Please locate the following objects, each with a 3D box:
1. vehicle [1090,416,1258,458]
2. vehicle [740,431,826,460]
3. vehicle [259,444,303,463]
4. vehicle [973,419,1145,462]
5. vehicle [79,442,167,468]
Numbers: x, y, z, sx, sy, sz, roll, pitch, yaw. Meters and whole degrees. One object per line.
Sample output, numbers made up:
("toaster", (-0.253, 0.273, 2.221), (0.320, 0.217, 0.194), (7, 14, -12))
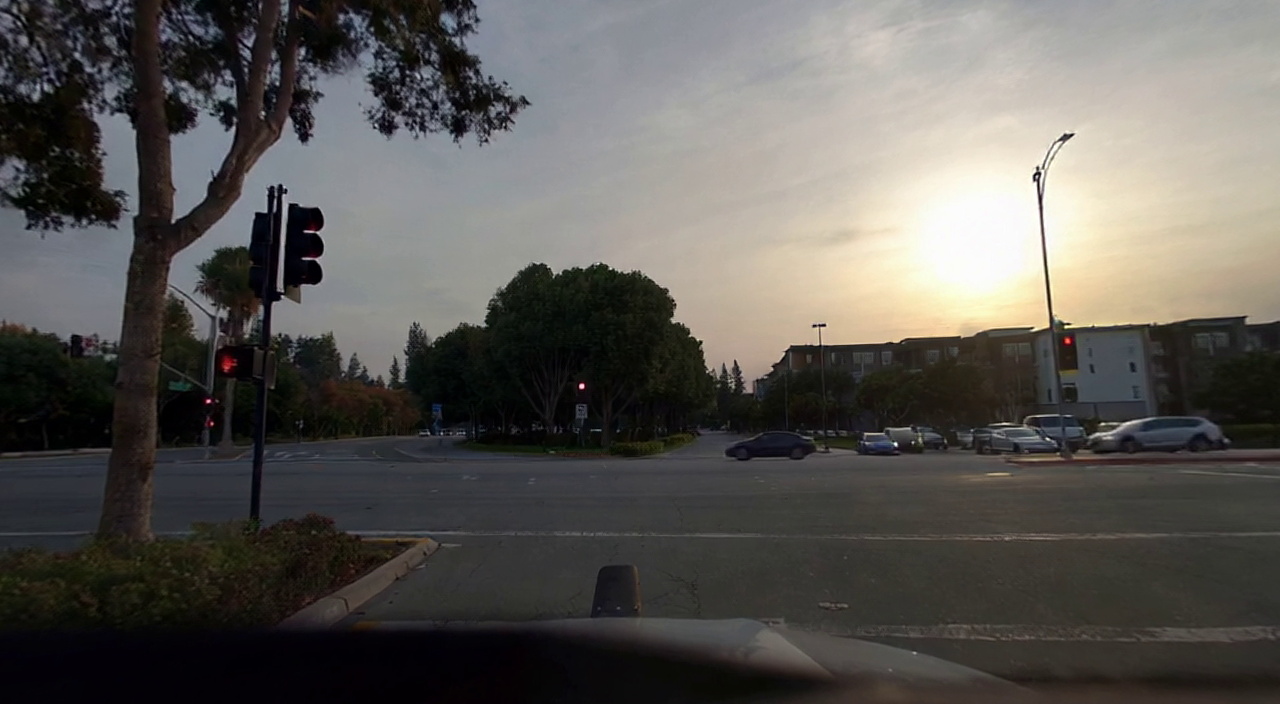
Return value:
("vehicle", (21.381, 3.447, 25.528), (4.677, 1.593, 2.029), (-2, -9, 11))
("vehicle", (7.847, 5.165, 34.970), (4.488, 1.536, 1.849), (-2, -9, 11))
("vehicle", (-28.076, 7.923, 49.557), (2.235, 1.417, 4.272), (3, -9, -19))
("vehicle", (15.021, 3.220, 22.948), (4.749, 1.461, 1.892), (-1, -9, 9))
("vehicle", (-31.541, 6.282, 38.584), (4.020, 1.517, 1.855), (-2, -9, 10))
